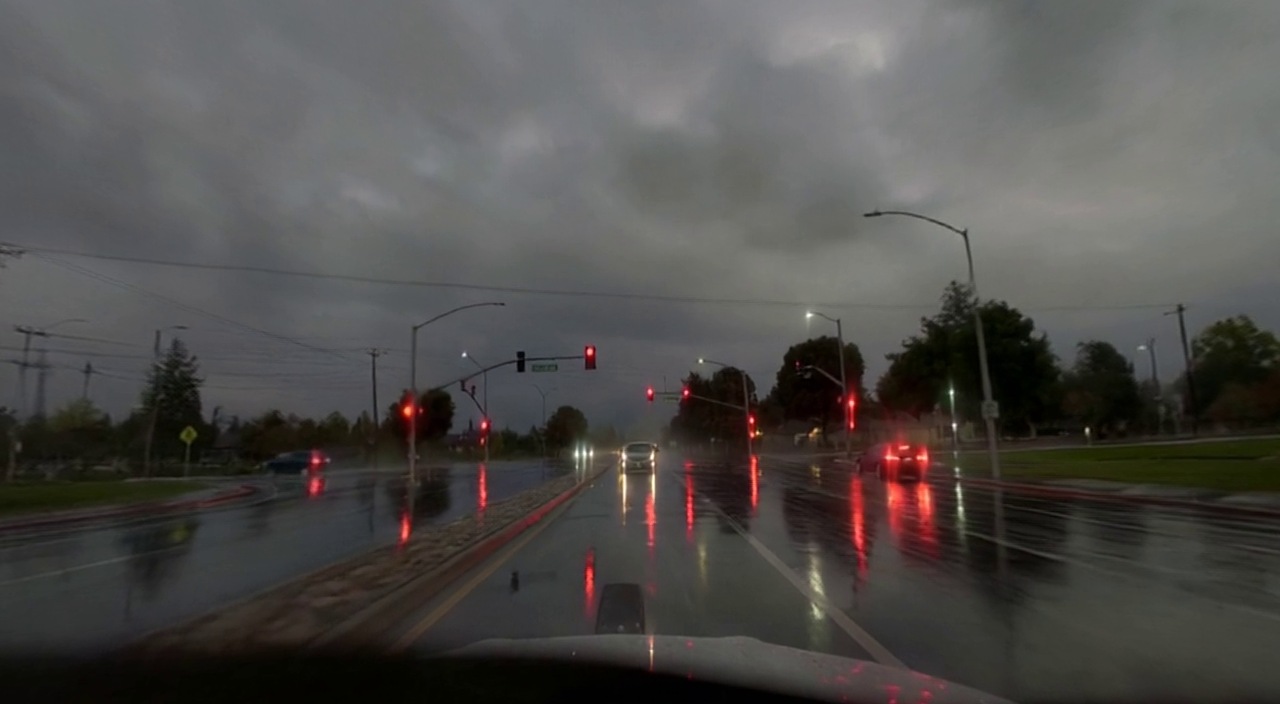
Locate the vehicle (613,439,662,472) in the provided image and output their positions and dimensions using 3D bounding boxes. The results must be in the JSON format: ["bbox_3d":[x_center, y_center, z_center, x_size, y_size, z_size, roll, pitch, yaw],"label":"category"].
[{"bbox_3d":[-0.048,5.314,32.531,2.074,1.570,3.647,0,-9,7],"label":"vehicle"}]
